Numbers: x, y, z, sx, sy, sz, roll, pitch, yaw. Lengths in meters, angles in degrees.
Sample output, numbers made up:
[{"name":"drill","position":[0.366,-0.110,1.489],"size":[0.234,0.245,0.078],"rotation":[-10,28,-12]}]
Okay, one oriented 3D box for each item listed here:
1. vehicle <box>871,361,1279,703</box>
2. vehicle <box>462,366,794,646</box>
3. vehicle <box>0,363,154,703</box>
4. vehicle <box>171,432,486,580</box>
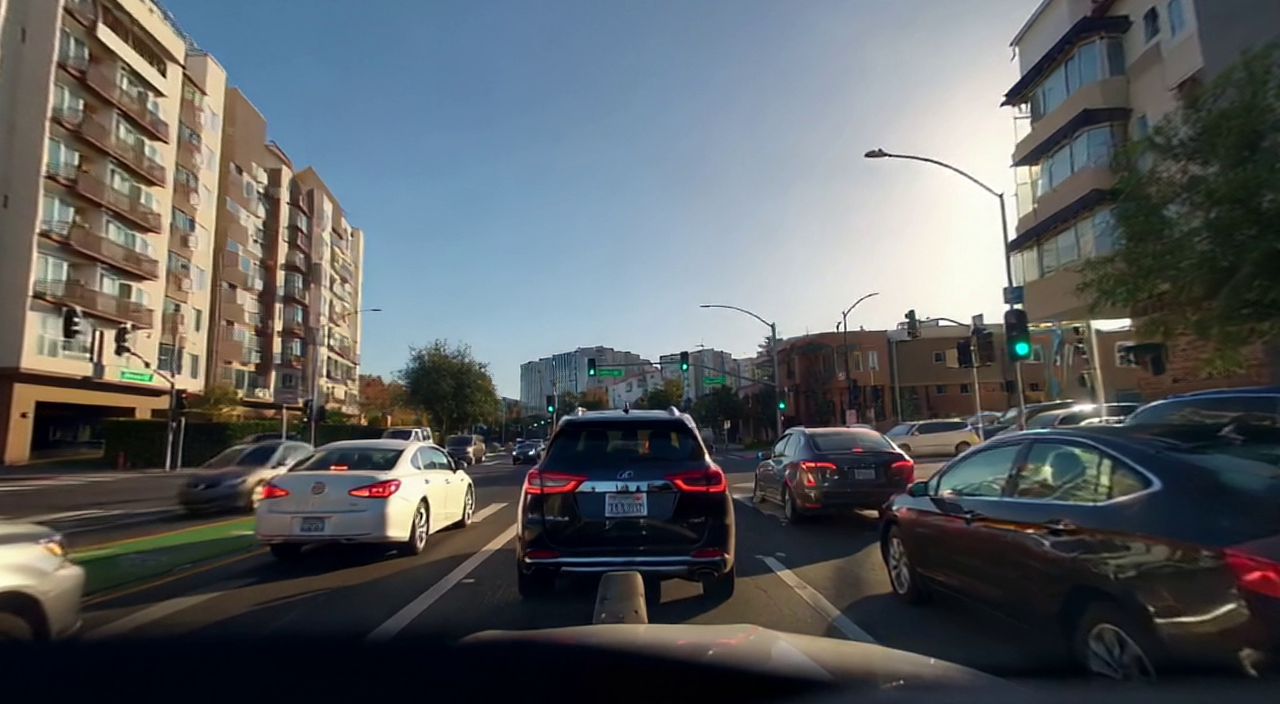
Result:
[{"name":"vehicle","position":[3.177,1.072,3.825],"size":[1.906,1.608,4.137],"rotation":[0,-8,-1]},{"name":"vehicle","position":[-0.106,1.409,6.967],"size":[2.206,1.858,5.332],"rotation":[0,-8,0]},{"name":"vehicle","position":[-3.819,0.641,0.931],"size":[2.126,1.693,5.289],"rotation":[0,-8,-2]},{"name":"vehicle","position":[-3.788,1.935,8.924],"size":[2.055,1.488,4.733],"rotation":[0,-8,0]}]
